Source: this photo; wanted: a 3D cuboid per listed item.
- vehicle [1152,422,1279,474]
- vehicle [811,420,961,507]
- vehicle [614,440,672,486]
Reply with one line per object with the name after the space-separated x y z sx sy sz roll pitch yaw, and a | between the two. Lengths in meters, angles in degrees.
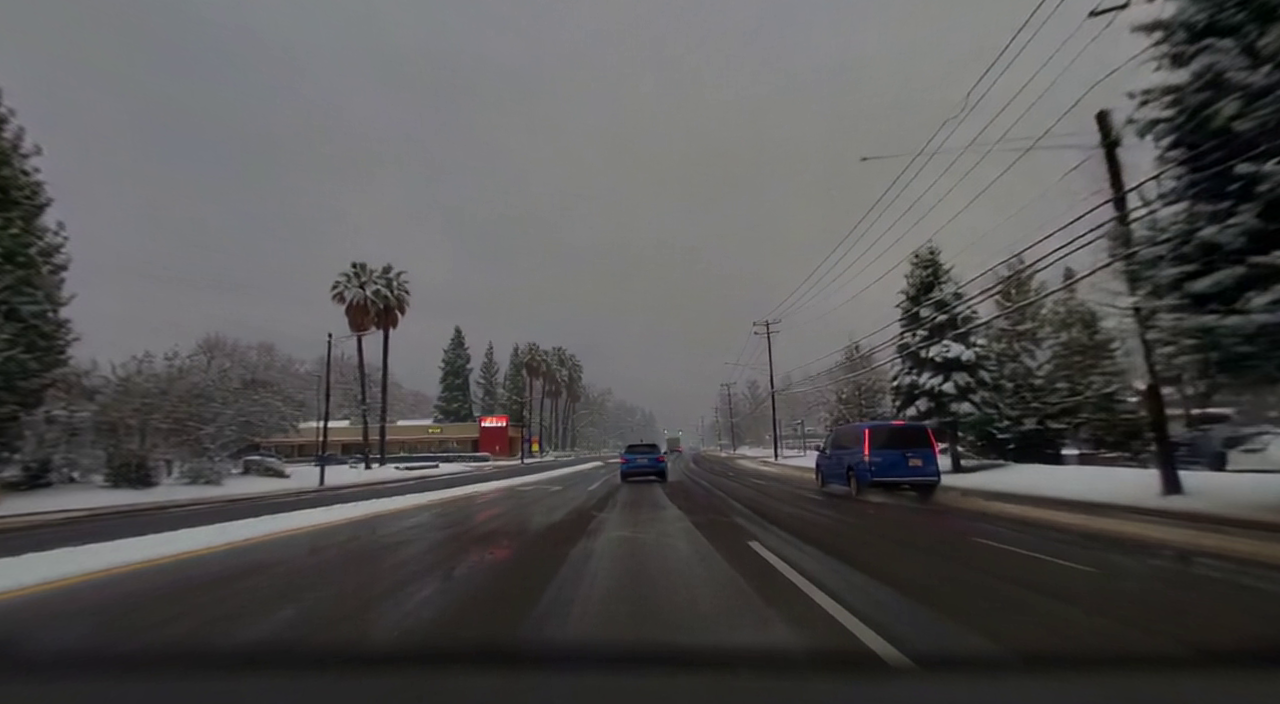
20.232 3.180 20.832 4.608 1.624 2.063 0 -9 3 | vehicle
6.131 2.838 16.409 2.107 1.928 4.471 0 -9 0 | vehicle
0.159 4.404 25.236 2.138 1.672 4.168 0 -9 1 | vehicle
